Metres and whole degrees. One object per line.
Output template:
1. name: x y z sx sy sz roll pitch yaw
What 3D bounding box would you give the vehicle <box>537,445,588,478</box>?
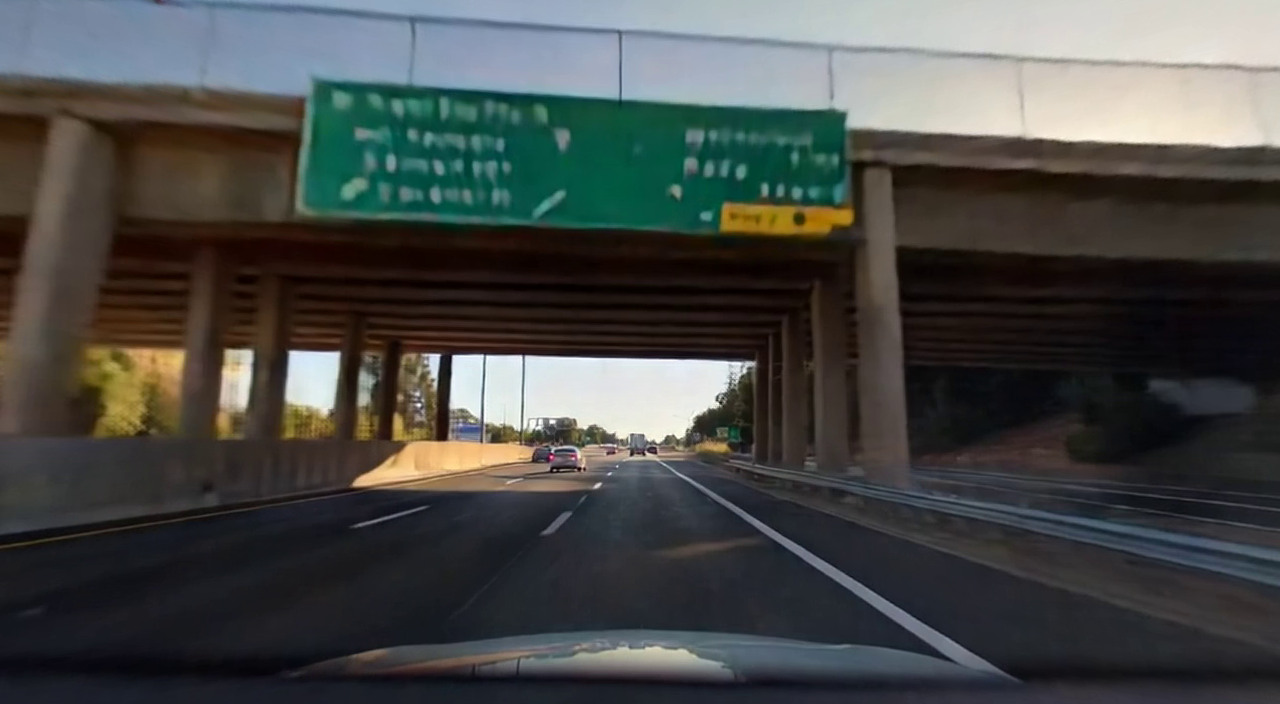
1. vehicle: -3.863 5.544 32.177 2.070 1.564 4.145 0 -9 0
